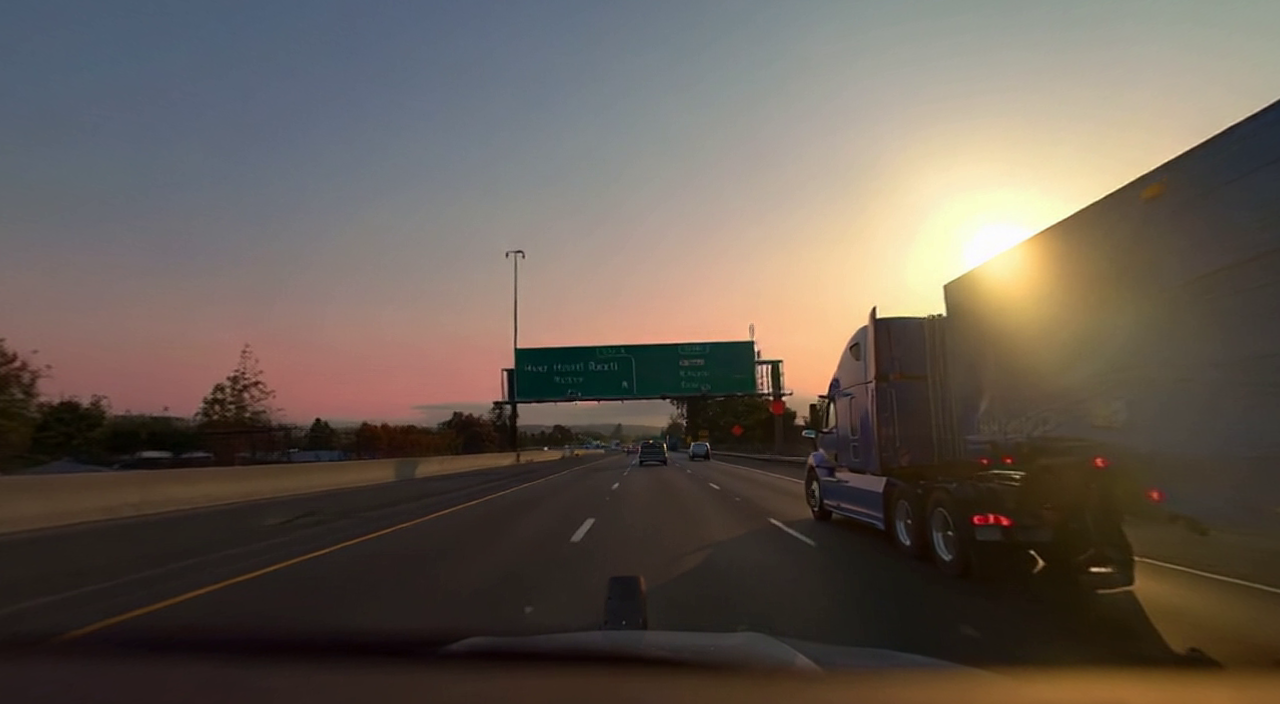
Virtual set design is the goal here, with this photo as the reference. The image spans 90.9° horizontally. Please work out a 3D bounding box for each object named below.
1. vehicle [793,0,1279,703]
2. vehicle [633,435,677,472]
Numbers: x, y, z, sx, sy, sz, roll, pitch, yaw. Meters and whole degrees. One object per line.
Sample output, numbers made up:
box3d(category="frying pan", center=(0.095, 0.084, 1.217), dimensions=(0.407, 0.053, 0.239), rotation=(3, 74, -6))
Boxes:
box3d(category="vehicle", center=(4.411, 0.425, 7.590), dimensions=(3.030, 3.985, 8.655), rotation=(-1, -9, 1))
box3d(category="vehicle", center=(0.752, 5.462, 34.127), dimensions=(2.205, 1.860, 4.301), rotation=(0, -9, 0))
